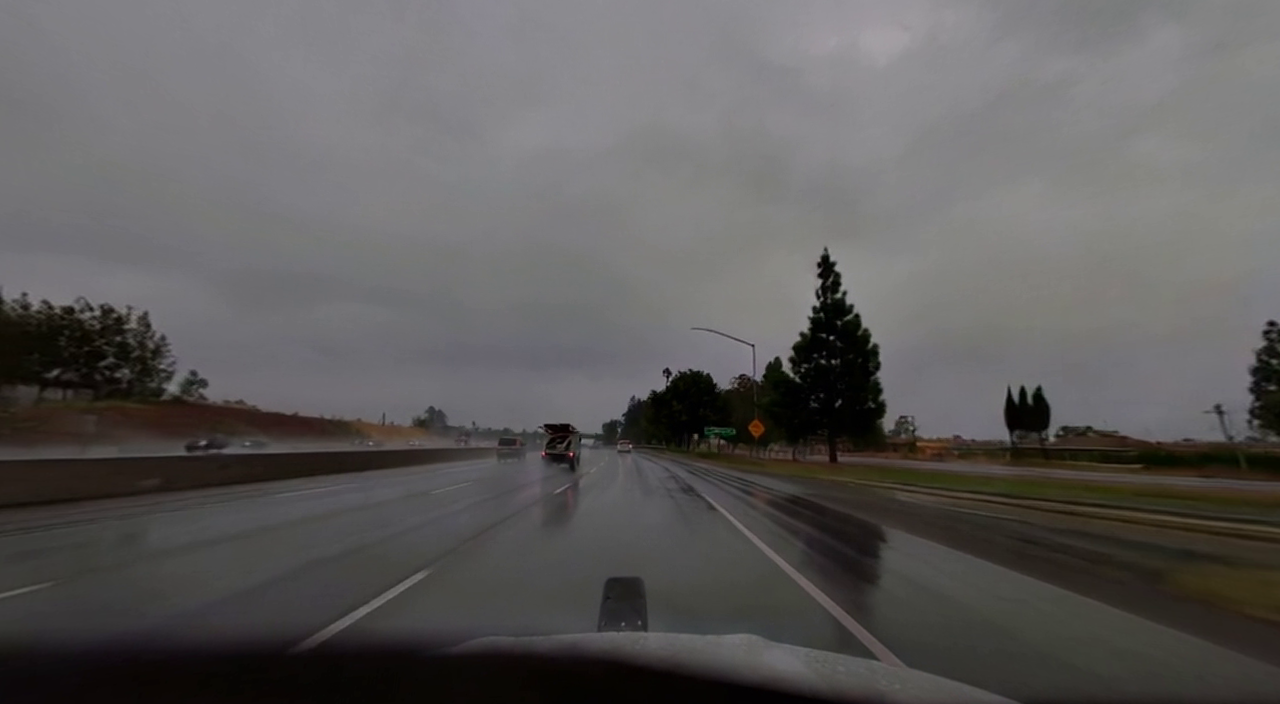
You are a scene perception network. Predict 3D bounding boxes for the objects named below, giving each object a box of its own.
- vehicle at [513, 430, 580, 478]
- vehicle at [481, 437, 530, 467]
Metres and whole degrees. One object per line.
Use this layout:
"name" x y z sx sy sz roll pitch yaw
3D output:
"vehicle" -3.676 4.092 25.325 2.194 1.766 3.720 0 -9 -1
"vehicle" -8.256 6.183 39.085 2.078 1.729 4.722 0 -9 -1
